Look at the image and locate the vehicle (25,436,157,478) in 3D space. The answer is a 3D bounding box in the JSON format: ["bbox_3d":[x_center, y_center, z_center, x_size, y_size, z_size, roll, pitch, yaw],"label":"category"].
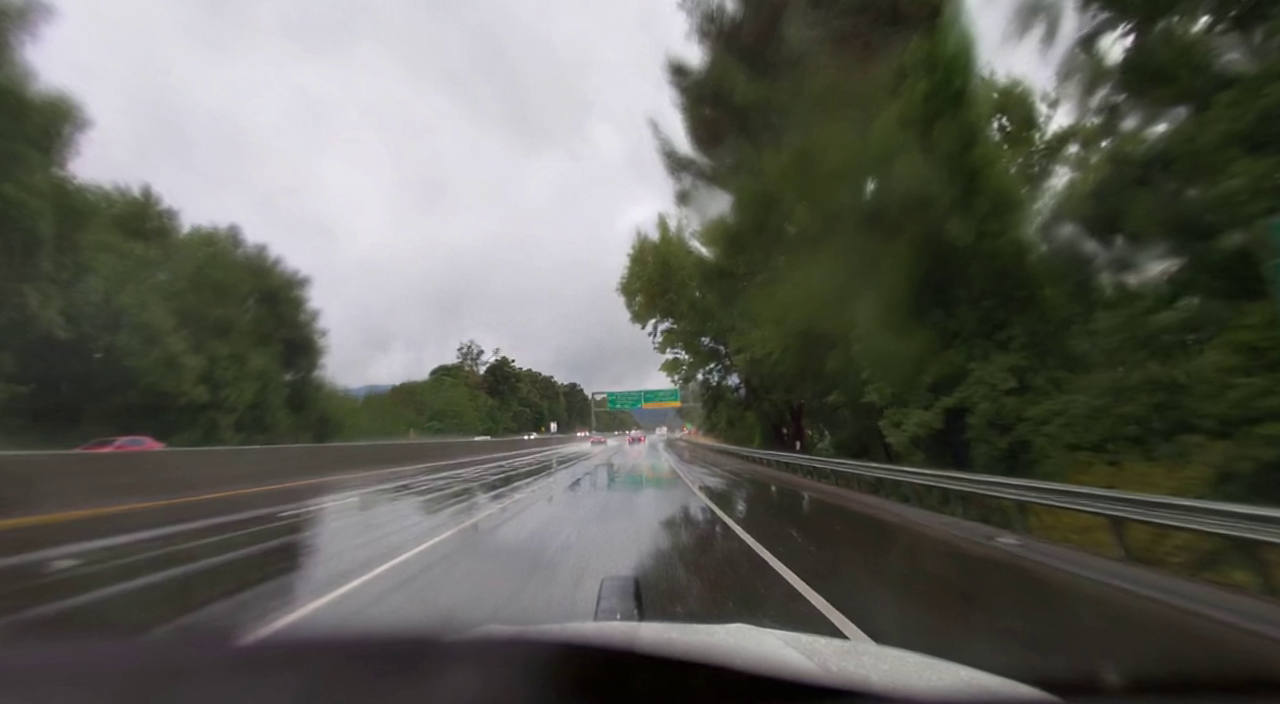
[{"bbox_3d":[-24.189,4.595,28.012,1.903,1.705,4.316,0,-8,1],"label":"vehicle"}]
